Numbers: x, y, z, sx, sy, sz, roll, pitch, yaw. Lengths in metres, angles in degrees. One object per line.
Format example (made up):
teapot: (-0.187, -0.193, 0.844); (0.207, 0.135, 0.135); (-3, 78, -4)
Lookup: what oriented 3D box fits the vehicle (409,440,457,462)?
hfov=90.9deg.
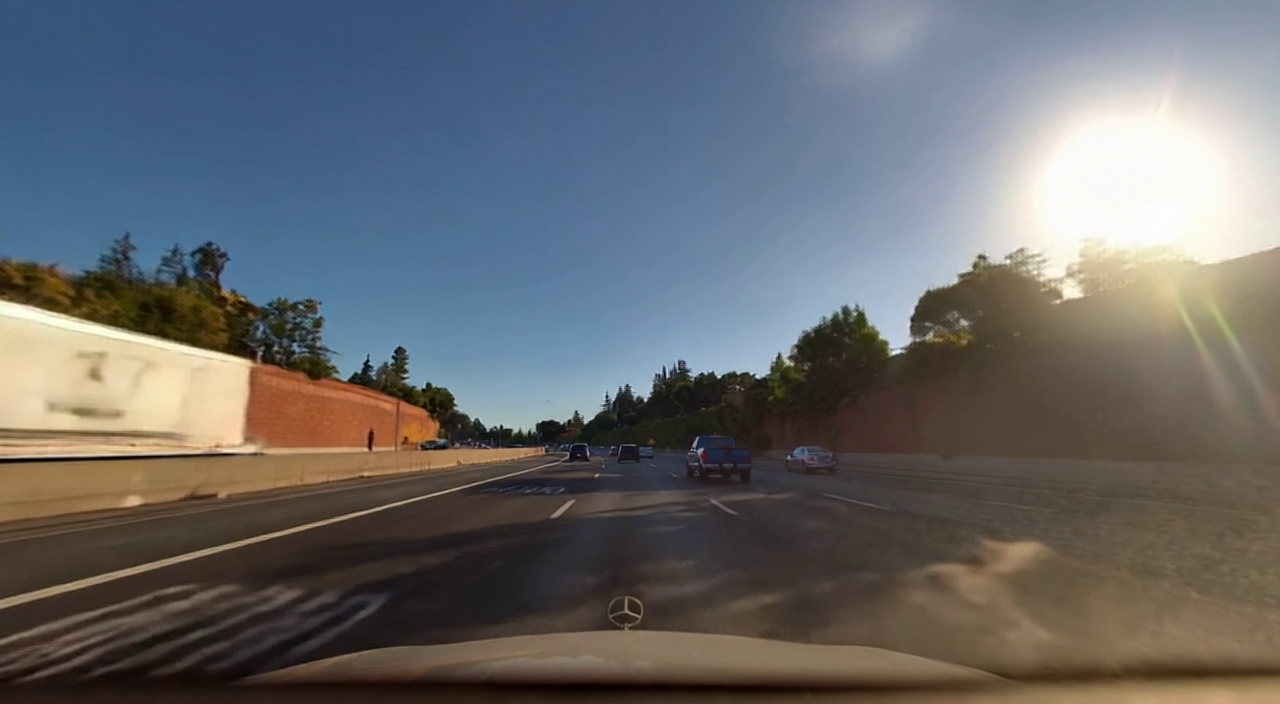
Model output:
vehicle: (-14.751, 7.069, 45.275); (2.044, 1.488, 4.527); (0, -8, -2)

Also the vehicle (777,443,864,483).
vehicle: (7.333, 4.548, 26.242); (1.976, 1.485, 4.925); (0, -8, -3)

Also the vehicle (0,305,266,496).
vehicle: (-13.892, 1.152, 13.525); (3.332, 3.597, 13.916); (0, -8, 0)

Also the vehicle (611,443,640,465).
vehicle: (-1.161, 7.870, 48.784); (2.050, 1.607, 3.821); (0, -8, -3)

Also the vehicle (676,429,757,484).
vehicle: (2.922, 4.167, 25.479); (2.374, 1.952, 5.431); (0, -8, -2)
